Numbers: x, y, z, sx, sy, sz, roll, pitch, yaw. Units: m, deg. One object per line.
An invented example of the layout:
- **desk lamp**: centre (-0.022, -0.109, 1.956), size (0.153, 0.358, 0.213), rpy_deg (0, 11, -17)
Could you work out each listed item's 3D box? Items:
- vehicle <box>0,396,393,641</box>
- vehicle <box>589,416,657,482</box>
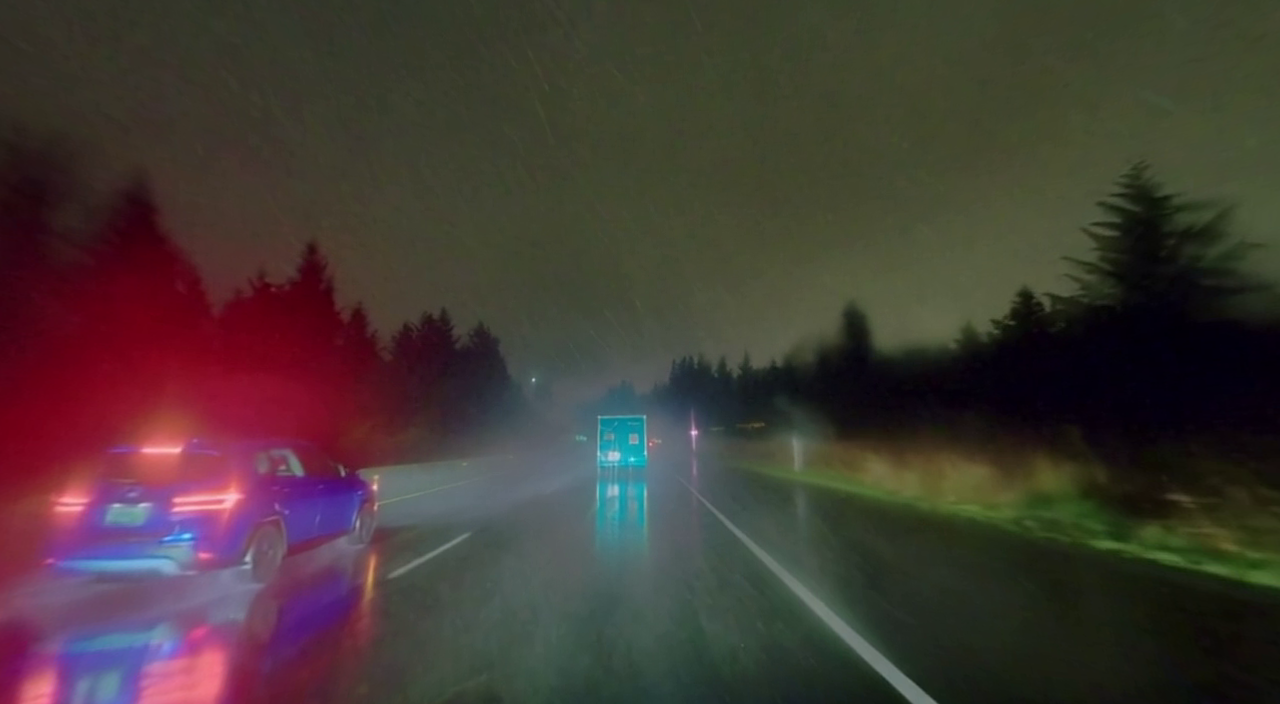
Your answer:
- **vehicle**: centre (-4.552, 1.456, 6.556), size (2.198, 1.666, 4.311), rpy_deg (0, -8, 0)
- **vehicle**: centre (-0.557, 3.569, 23.393), size (2.248, 2.154, 4.892), rpy_deg (0, -8, 0)
